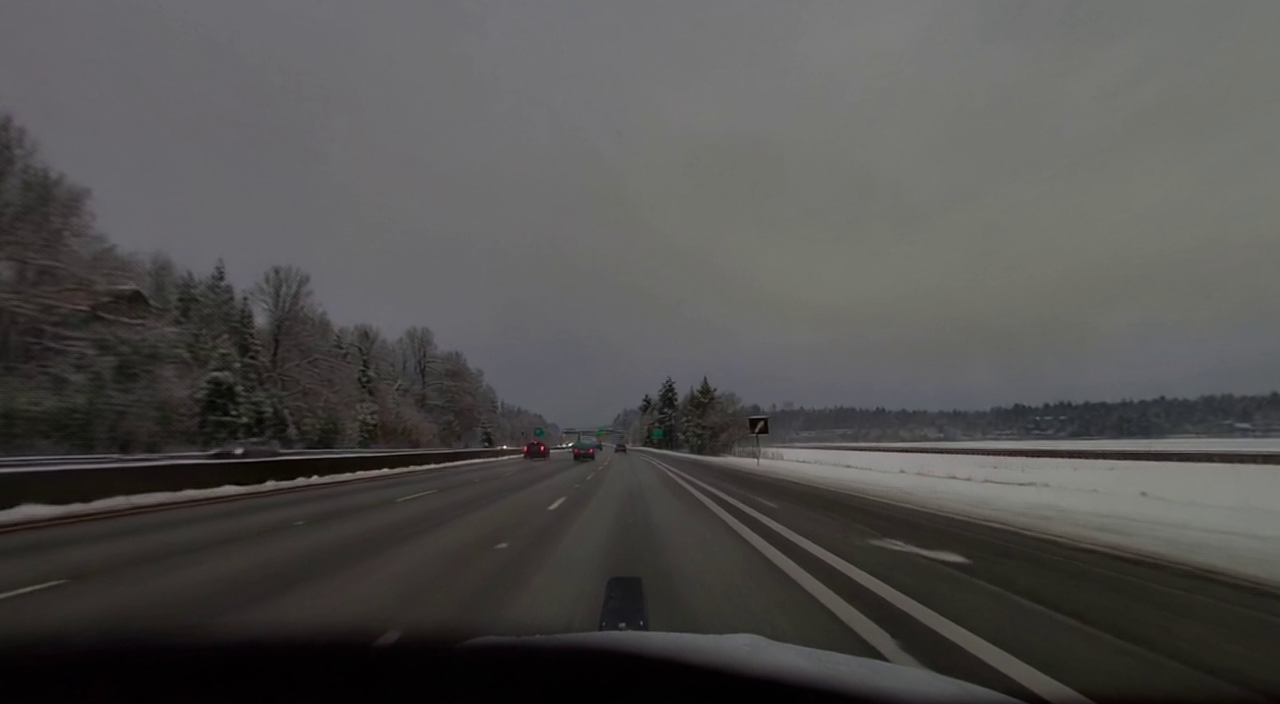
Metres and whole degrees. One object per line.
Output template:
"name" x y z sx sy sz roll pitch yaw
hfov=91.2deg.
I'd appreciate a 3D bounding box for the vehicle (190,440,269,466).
"vehicle" -25.748 6.346 39.596 1.901 1.571 4.660 0 -8 -1
